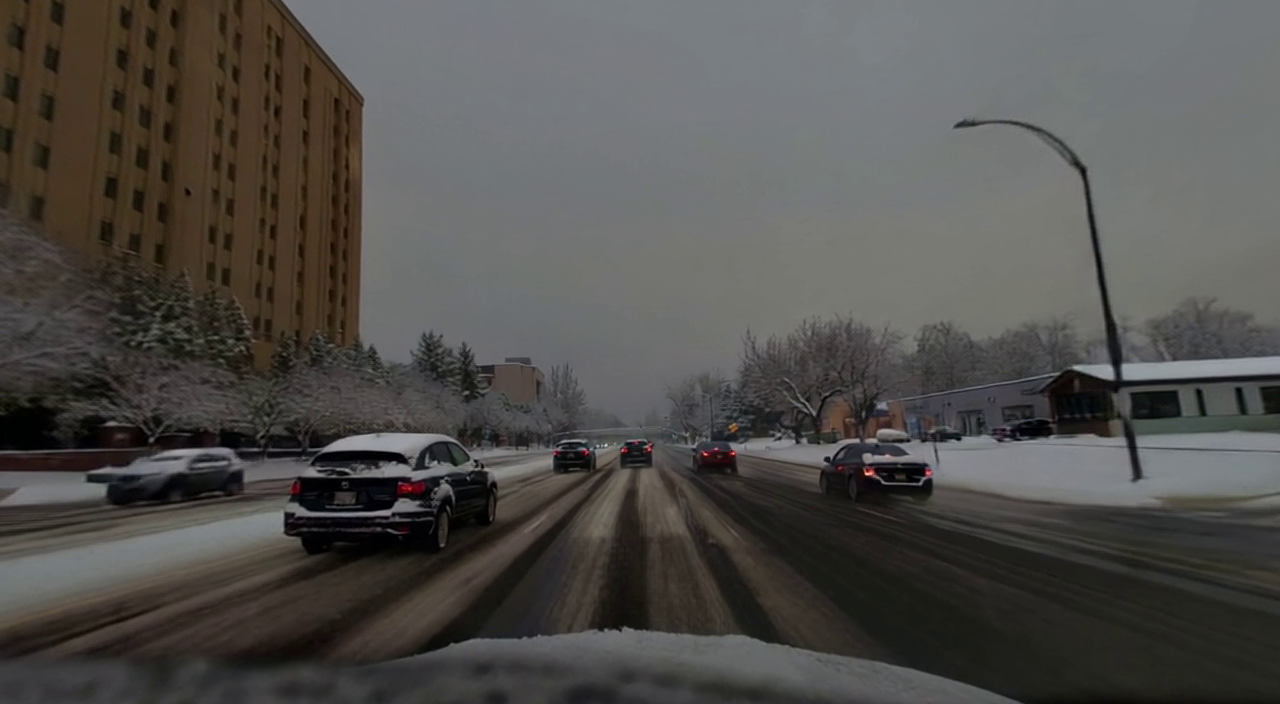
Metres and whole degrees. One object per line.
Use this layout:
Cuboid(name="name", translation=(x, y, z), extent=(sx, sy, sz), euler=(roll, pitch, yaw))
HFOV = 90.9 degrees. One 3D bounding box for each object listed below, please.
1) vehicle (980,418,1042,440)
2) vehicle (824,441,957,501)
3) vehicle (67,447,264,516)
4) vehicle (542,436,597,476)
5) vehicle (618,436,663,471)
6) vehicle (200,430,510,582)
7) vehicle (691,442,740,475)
Cuboid(name="vehicle", translation=(26.566, 5.560, 45.092), extent=(4.617, 1.459, 1.819), euler=(5, -10, -33))
Cuboid(name="vehicle", translation=(6.915, 3.312, 18.033), extent=(1.865, 1.458, 4.605), euler=(0, -9, -1))
Cuboid(name="vehicle", translation=(-14.555, 3.948, 19.885), extent=(2.204, 1.855, 5.107), euler=(0, -9, 0))
Cuboid(name="vehicle", translation=(-3.393, 5.078, 31.100), extent=(2.117, 1.799, 4.442), euler=(-1, -9, 1))
Cuboid(name="vehicle", translation=(0.005, 5.586, 34.771), extent=(2.304, 1.795, 4.526), euler=(0, -9, 0))
Cuboid(name="vehicle", translation=(-3.310, 1.877, 8.554), extent=(2.095, 1.486, 4.411), euler=(0, -9, 1))
Cuboid(name="vehicle", translation=(3.483, 5.006, 29.850), extent=(1.884, 1.458, 4.245), euler=(-1, -9, 2))
